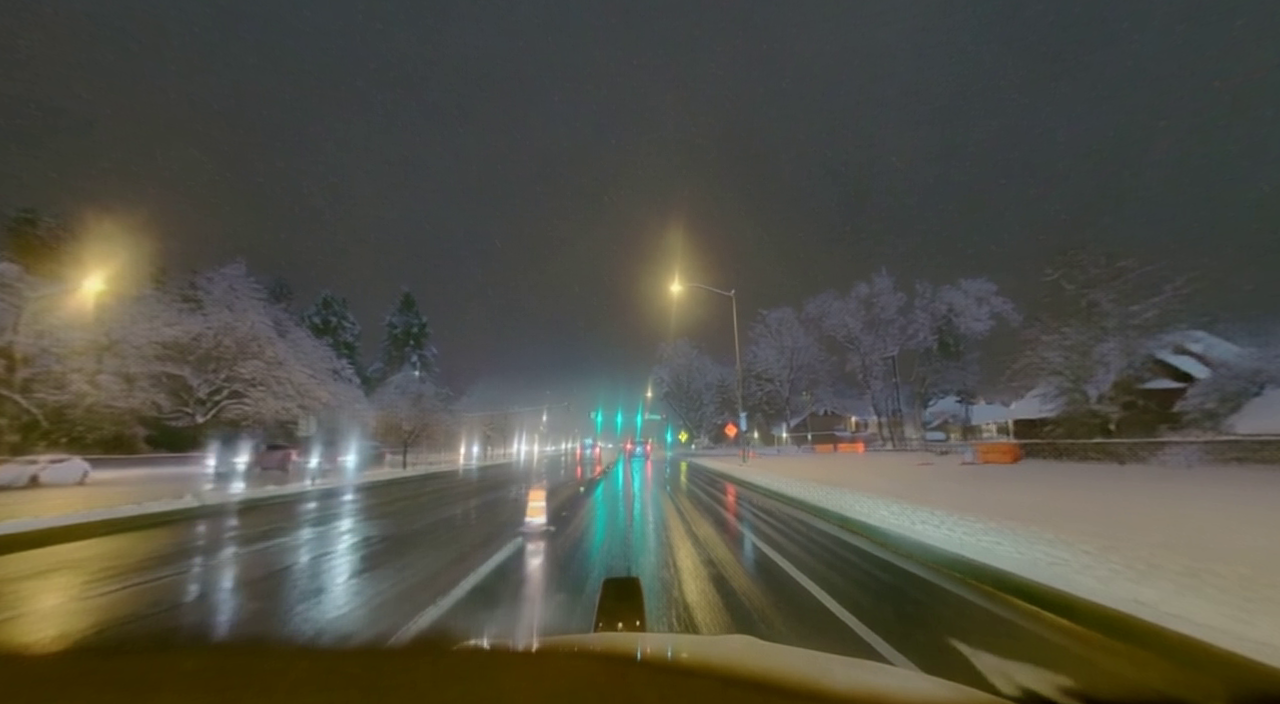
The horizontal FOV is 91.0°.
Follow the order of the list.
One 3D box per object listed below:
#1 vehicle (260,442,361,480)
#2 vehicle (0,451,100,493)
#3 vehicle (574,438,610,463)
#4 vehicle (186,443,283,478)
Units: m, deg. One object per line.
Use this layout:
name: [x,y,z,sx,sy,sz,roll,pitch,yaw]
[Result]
vehicle: [-14.250,4.732,27.540,1.953,1.509,4.452,0,-9,1]
vehicle: [-24.831,4.804,25.590,1.834,1.502,4.346,0,-9,0]
vehicle: [-3.397,7.113,45.357,2.198,1.663,4.519,0,-9,1]
vehicle: [-21.001,5.626,32.901,2.020,1.685,4.491,0,-9,0]
